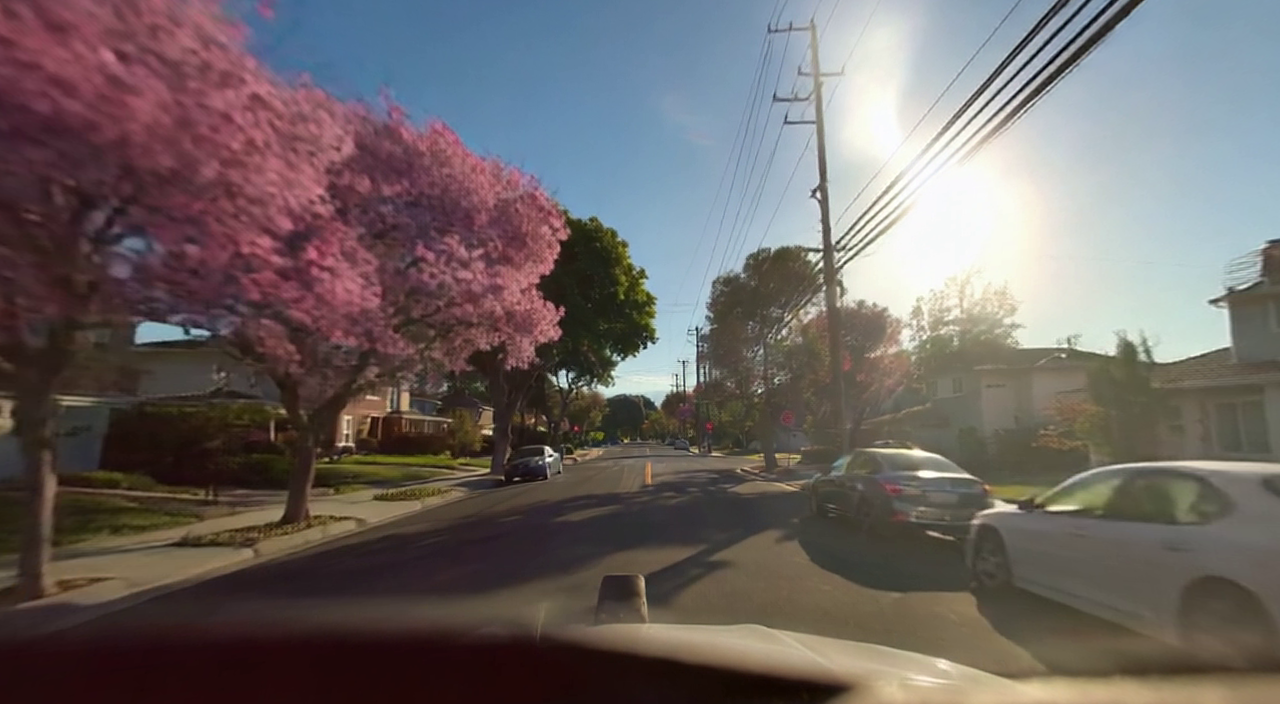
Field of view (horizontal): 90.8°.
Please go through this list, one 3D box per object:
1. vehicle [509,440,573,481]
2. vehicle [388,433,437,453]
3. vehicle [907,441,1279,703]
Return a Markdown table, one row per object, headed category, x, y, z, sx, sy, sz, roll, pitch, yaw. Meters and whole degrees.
| category | x | y | z | sx | sy | sz | roll | pitch | yaw |
| --- | --- | --- | --- | --- | --- | --- | --- | --- | --- |
| vehicle | -4.207 | 4.653 | 27.475 | 1.938 | 1.508 | 4.481 | 0 | -7 | 1 |
| vehicle | -18.015 | 7.162 | 49.904 | 1.870 | 1.492 | 4.472 | 8 | -11 | -43 |
| vehicle | 4.235 | 1.462 | 5.036 | 2.006 | 1.489 | 4.753 | 0 | -8 | -2 |
